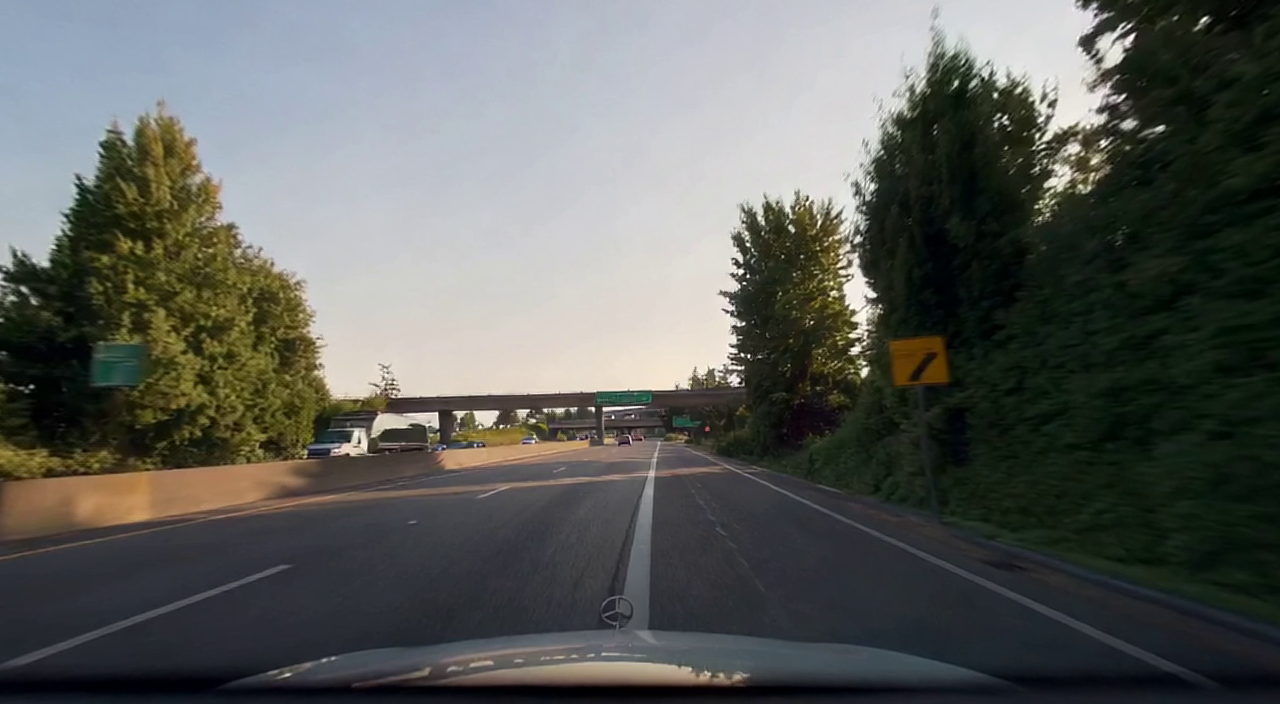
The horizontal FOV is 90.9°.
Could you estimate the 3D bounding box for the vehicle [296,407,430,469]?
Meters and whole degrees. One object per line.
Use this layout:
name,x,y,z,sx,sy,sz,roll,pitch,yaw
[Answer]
vehicle,-16.669,5.359,39.323,3.161,3.320,10.997,0,-8,1
